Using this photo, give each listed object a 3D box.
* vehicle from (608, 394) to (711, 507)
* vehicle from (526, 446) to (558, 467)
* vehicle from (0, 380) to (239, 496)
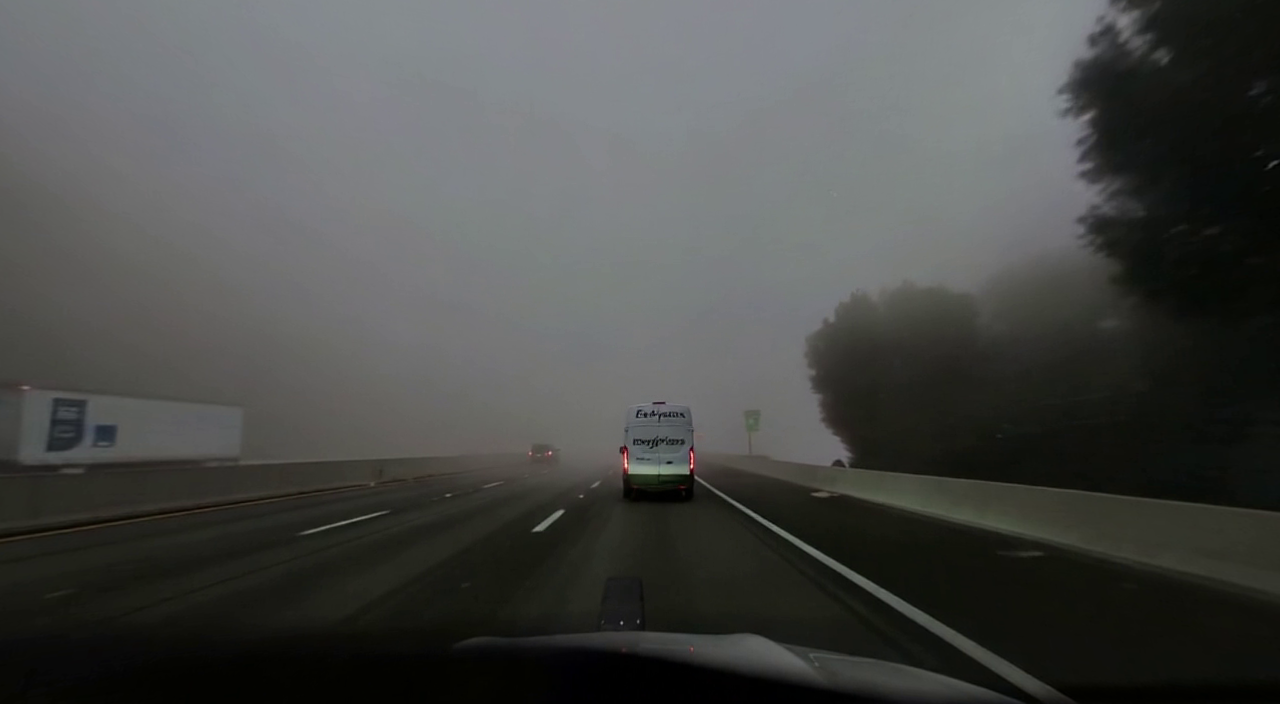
[{"bbox_3d":[0.357,2.668,17.148,2.332,2.558,5.314,0,-9,-2],"label":"vehicle"},{"bbox_3d":[-7.484,8.017,48.551,1.829,1.518,3.776,0,-9,0],"label":"vehicle"},{"bbox_3d":[-23.940,4.000,28.342,2.870,4.012,13.572,0,-9,0],"label":"vehicle"}]
